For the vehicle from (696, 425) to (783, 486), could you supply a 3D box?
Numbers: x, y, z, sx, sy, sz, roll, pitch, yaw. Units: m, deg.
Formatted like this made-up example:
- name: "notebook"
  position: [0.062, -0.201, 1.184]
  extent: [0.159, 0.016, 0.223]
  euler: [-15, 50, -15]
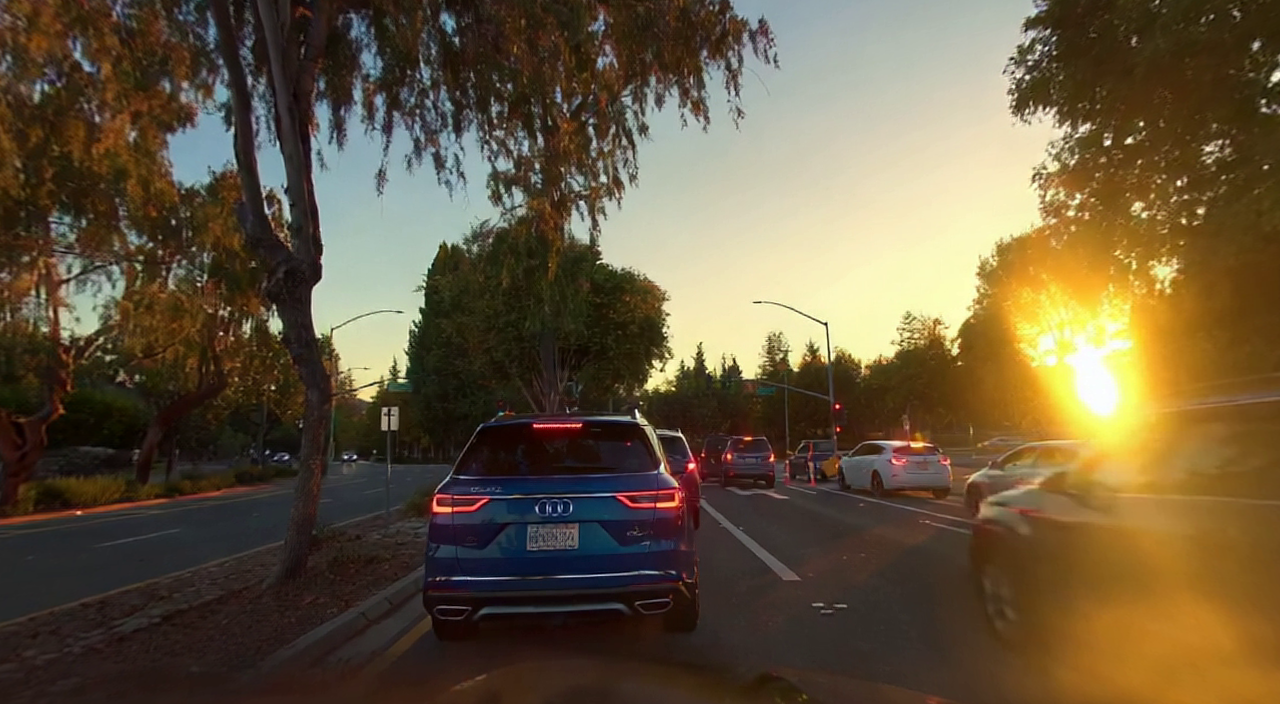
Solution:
- name: "vehicle"
  position: [3.336, 3.603, 22.238]
  extent: [2.200, 1.909, 4.853]
  euler: [0, -9, -1]

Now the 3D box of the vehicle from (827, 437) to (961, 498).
- name: "vehicle"
  position: [6.928, 3.188, 17.844]
  extent: [1.890, 1.489, 4.415]
  euler: [0, -9, -1]

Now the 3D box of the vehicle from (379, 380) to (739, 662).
- name: "vehicle"
  position: [-0.447, 1.347, 6.085]
  extent: [2.201, 1.709, 4.271]
  euler: [0, -9, 2]

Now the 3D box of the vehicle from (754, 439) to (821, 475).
- name: "vehicle"
  position: [6.607, 4.769, 28.834]
  extent: [1.917, 1.489, 4.625]
  euler: [0, -8, 0]

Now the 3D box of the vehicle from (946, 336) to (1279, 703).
- name: "vehicle"
  position: [3.224, 0.807, 2.294]
  extent: [1.963, 1.682, 4.407]
  euler: [0, -9, 0]
